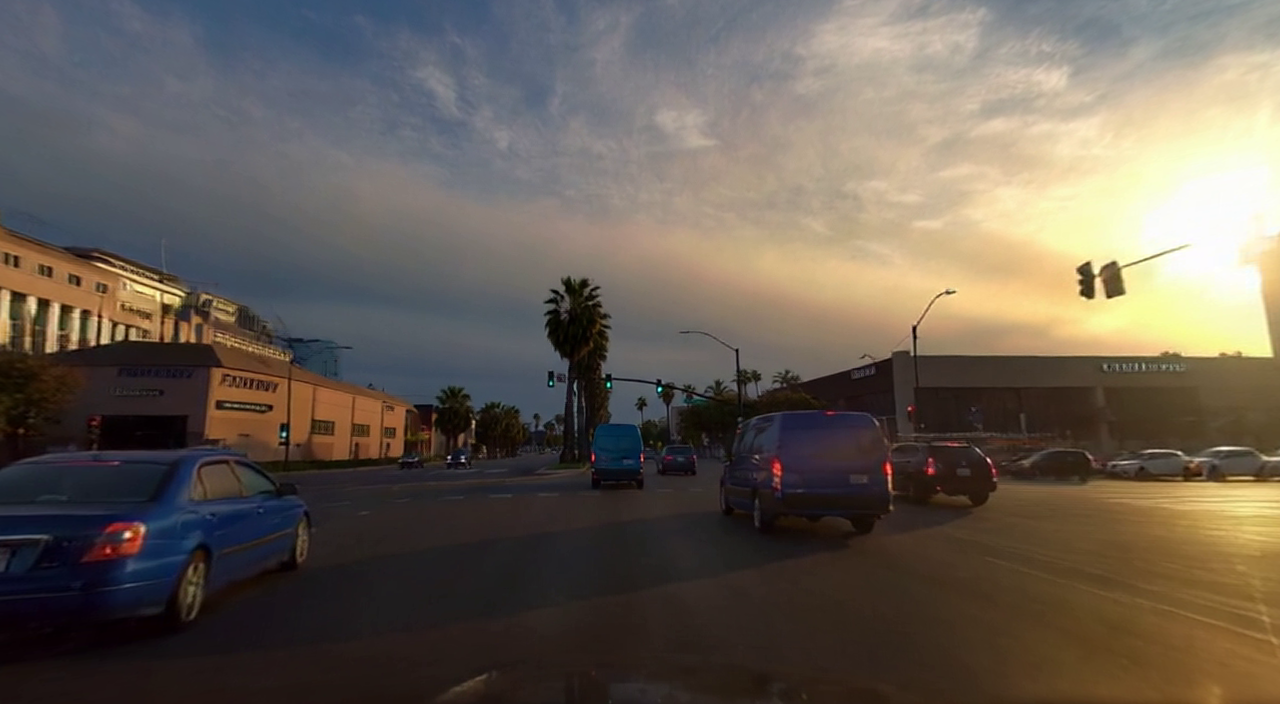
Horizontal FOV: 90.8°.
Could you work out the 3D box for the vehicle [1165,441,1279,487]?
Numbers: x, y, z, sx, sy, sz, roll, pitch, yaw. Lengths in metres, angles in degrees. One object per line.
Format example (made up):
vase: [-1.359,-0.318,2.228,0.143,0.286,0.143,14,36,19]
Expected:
vehicle: [21.801,4.026,22.957,3.798,1.550,2.006,1,-9,-8]

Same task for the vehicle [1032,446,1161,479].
vehicle: [20.787,5.051,28.896,4.412,1.441,2.181,2,-10,-9]

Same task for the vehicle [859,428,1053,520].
vehicle: [6.955,2.728,14.622,2.023,1.771,4.488,0,-9,-2]

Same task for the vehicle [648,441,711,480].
vehicle: [1.802,5.310,31.131,2.462,1.736,4.899,1,-9,-4]

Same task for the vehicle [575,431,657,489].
vehicle: [-0.934,4.171,24.744,2.848,1.991,5.706,0,-9,-2]

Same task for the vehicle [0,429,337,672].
vehicle: [-4.711,1.519,6.020,1.997,1.430,4.655,1,-9,-9]

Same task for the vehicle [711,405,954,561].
vehicle: [2.583,1.922,9.966,2.200,1.847,4.618,0,-9,-2]
